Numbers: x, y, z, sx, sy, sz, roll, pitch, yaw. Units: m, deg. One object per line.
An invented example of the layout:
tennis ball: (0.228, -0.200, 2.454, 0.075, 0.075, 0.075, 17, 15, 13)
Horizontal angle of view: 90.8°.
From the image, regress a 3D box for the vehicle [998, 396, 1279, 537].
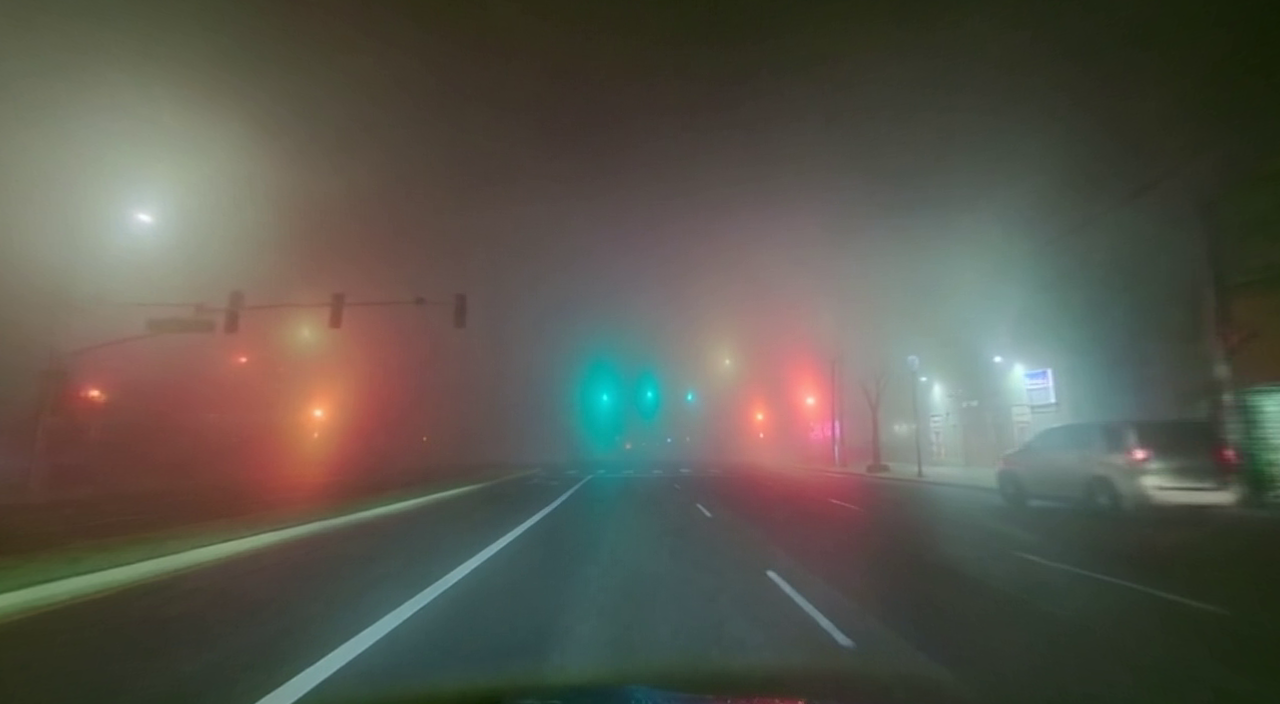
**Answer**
vehicle: (9.992, 2.148, 12.467, 2.273, 2.103, 5.788, 0, -8, -2)
